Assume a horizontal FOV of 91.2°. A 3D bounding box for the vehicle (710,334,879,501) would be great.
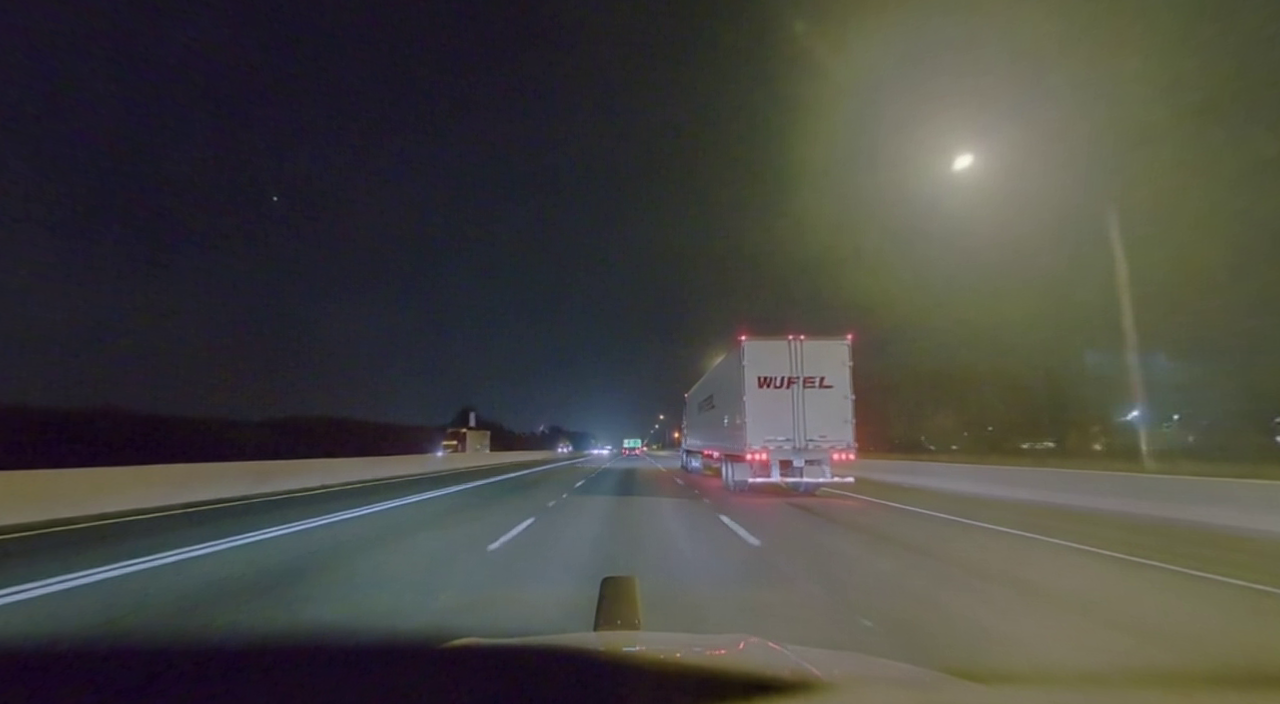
[{"bbox_3d":[4.175,2.207,19.366,2.869,4.013,8.610,0,-9,-1],"label":"vehicle"}]
